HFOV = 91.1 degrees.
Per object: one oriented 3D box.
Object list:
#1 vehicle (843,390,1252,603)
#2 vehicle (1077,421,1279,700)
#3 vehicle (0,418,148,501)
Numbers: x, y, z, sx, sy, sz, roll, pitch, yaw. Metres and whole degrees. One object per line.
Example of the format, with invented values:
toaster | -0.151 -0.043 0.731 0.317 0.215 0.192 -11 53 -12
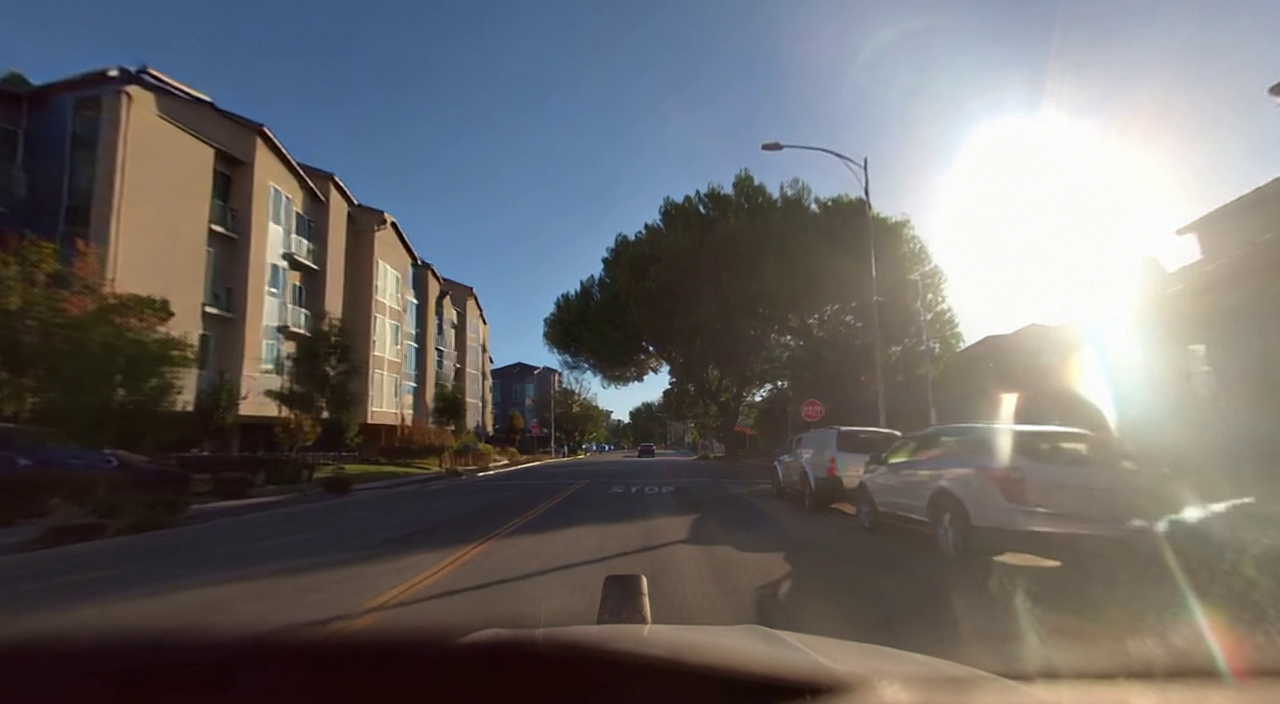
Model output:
vehicle | 4.295 1.603 7.811 2.041 1.838 4.524 0 -9 1
vehicle | 4.336 1.021 2.727 1.801 1.491 4.308 0 -9 1
vehicle | -16.538 2.792 16.422 5.388 2.044 2.295 5 -10 -31
